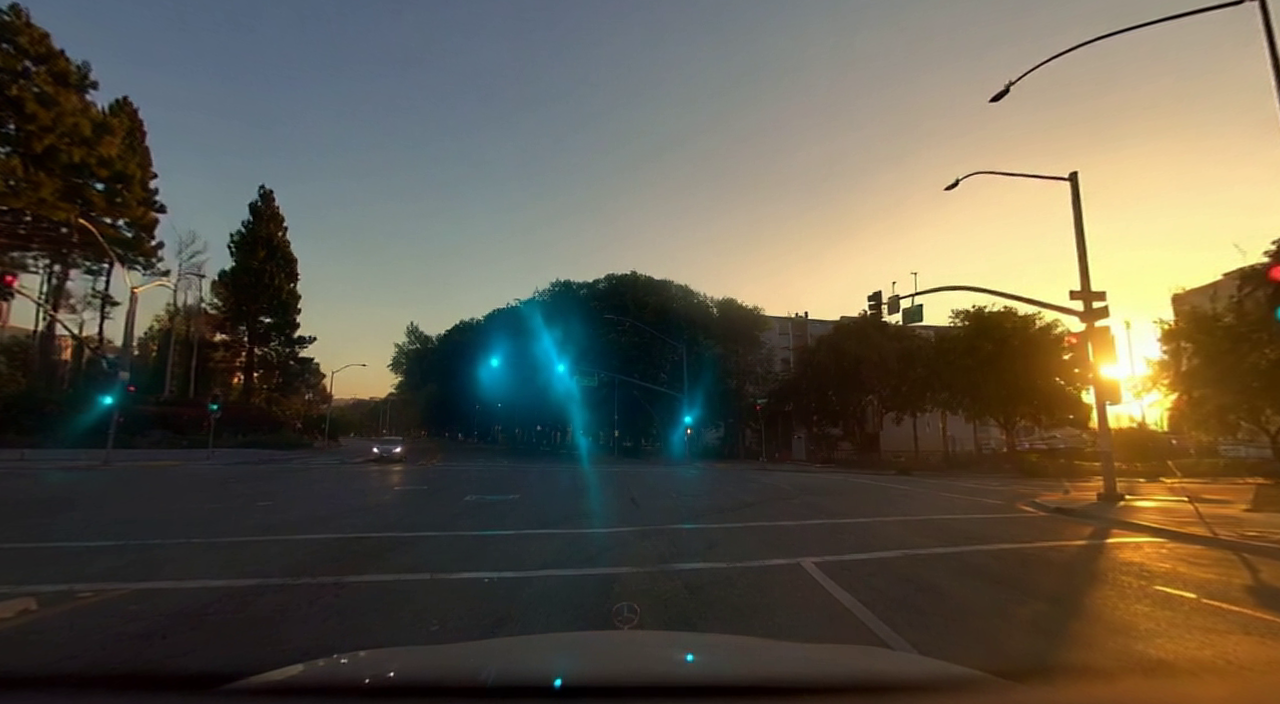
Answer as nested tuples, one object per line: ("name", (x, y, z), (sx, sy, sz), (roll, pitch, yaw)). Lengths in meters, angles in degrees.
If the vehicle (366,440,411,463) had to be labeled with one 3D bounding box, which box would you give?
("vehicle", (-17.133, 6.808, 43.201), (1.969, 1.464, 4.485), (1, -9, -10))
